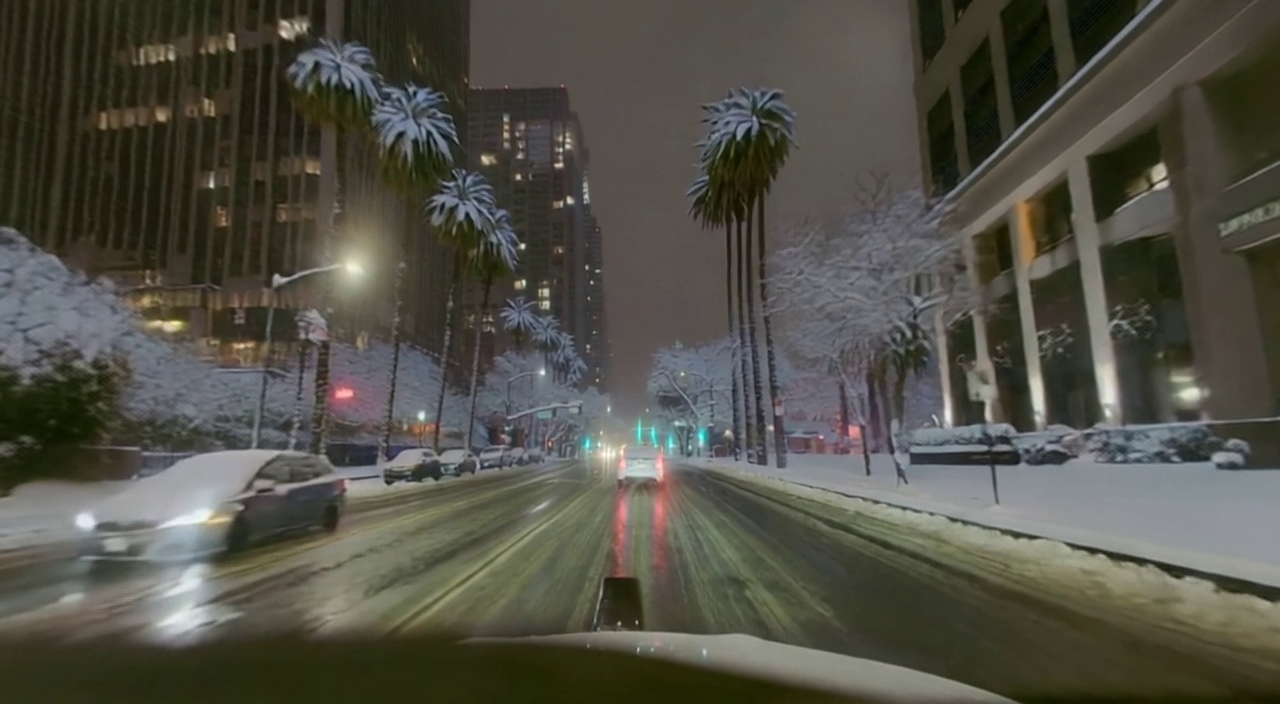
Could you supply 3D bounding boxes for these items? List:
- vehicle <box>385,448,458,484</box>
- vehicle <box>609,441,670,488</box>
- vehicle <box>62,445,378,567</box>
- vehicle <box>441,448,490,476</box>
[{"bbox_3d":[-12.316,6.454,35.947,2.308,1.839,4.793,-1,-8,2],"label":"vehicle"},{"bbox_3d":[-0.033,4.278,24.278,2.145,1.632,3.972,0,-8,0],"label":"vehicle"},{"bbox_3d":[-6.197,2.258,10.139,1.951,1.476,4.452,-1,-8,1],"label":"vehicle"},{"bbox_3d":[-12.089,7.648,43.990,1.981,1.803,4.835,0,-8,1],"label":"vehicle"}]
